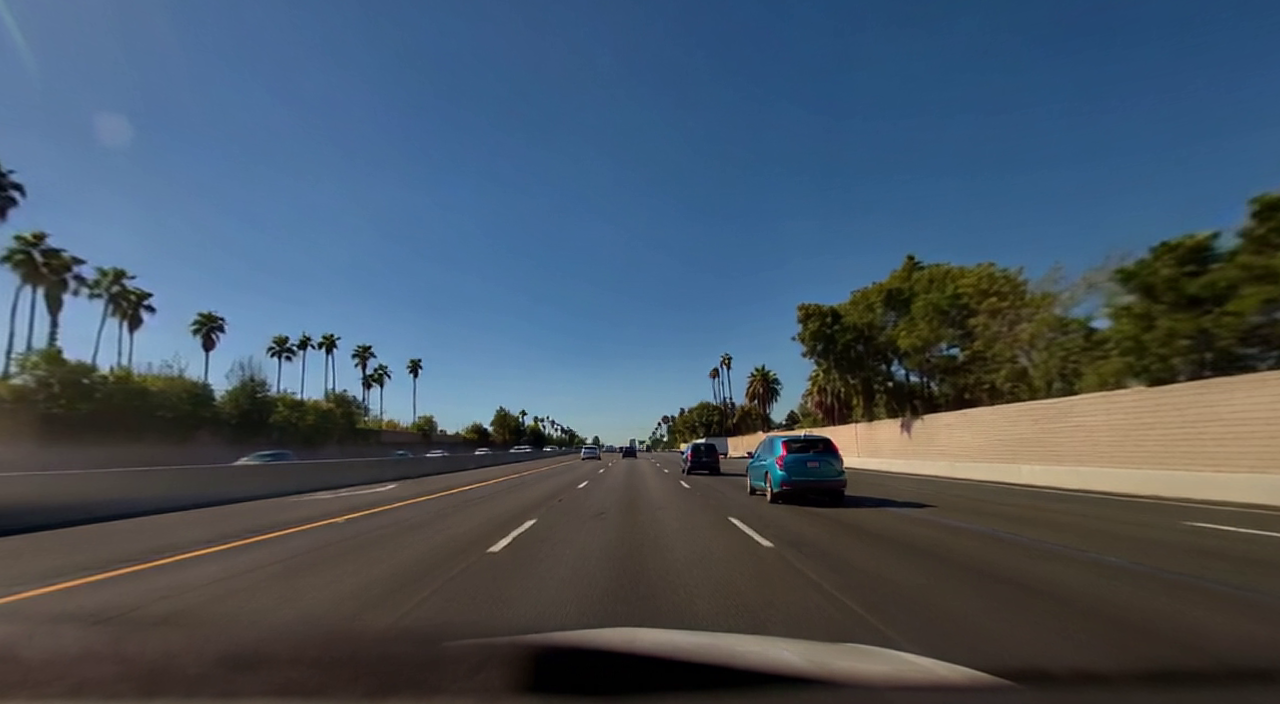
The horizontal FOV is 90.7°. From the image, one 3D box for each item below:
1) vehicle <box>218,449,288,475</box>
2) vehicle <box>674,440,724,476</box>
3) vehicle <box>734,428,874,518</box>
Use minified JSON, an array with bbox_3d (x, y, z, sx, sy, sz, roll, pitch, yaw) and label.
[{"bbox_3d":[-26.864,7.635,44.091,1.977,1.668,4.613,0,-9,0],"label":"vehicle"},{"bbox_3d":[3.002,5.480,32.915,2.045,1.688,4.313,0,-9,-2],"label":"vehicle"},{"bbox_3d":[3.431,2.615,14.165,1.910,1.696,4.187,0,-9,-1],"label":"vehicle"}]
